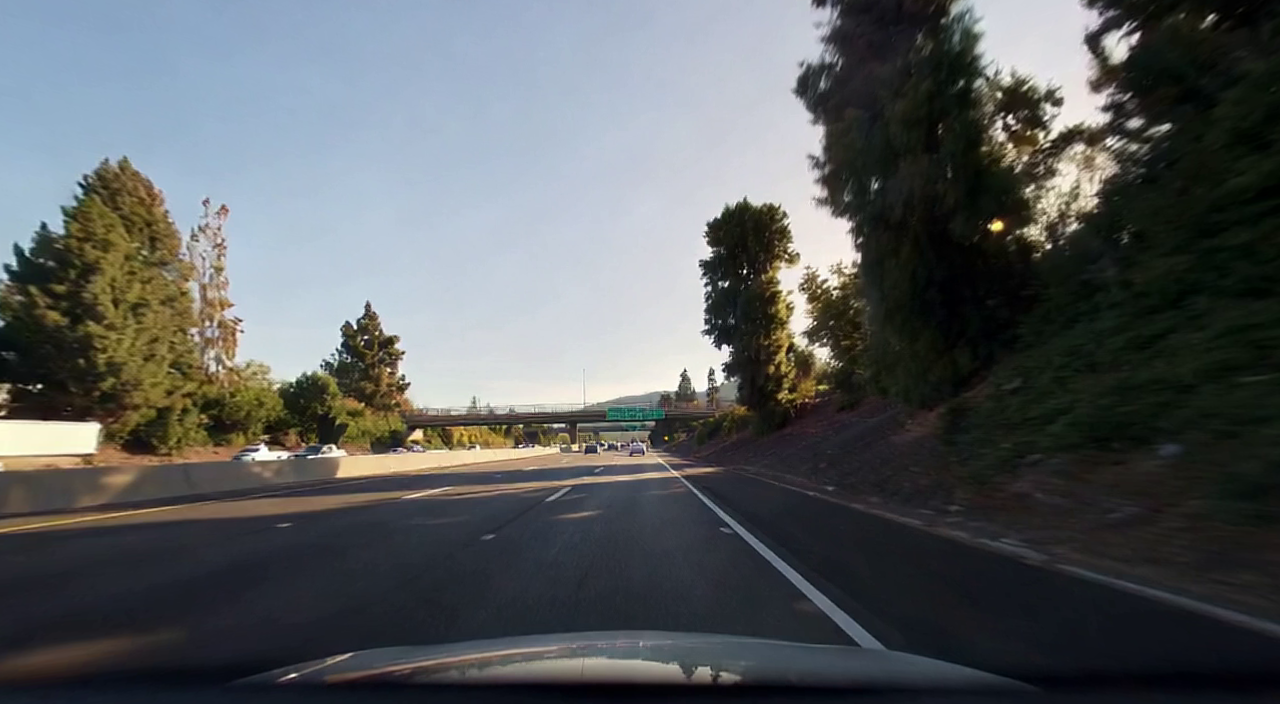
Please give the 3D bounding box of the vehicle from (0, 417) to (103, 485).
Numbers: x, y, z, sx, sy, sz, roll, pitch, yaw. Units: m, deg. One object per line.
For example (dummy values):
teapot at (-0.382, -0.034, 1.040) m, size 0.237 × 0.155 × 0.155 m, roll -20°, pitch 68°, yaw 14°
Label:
vehicle at (-32.740, 5.063, 32.331) m, size 2.930 × 3.265 × 8.212 m, roll 0°, pitch -8°, yaw 0°
